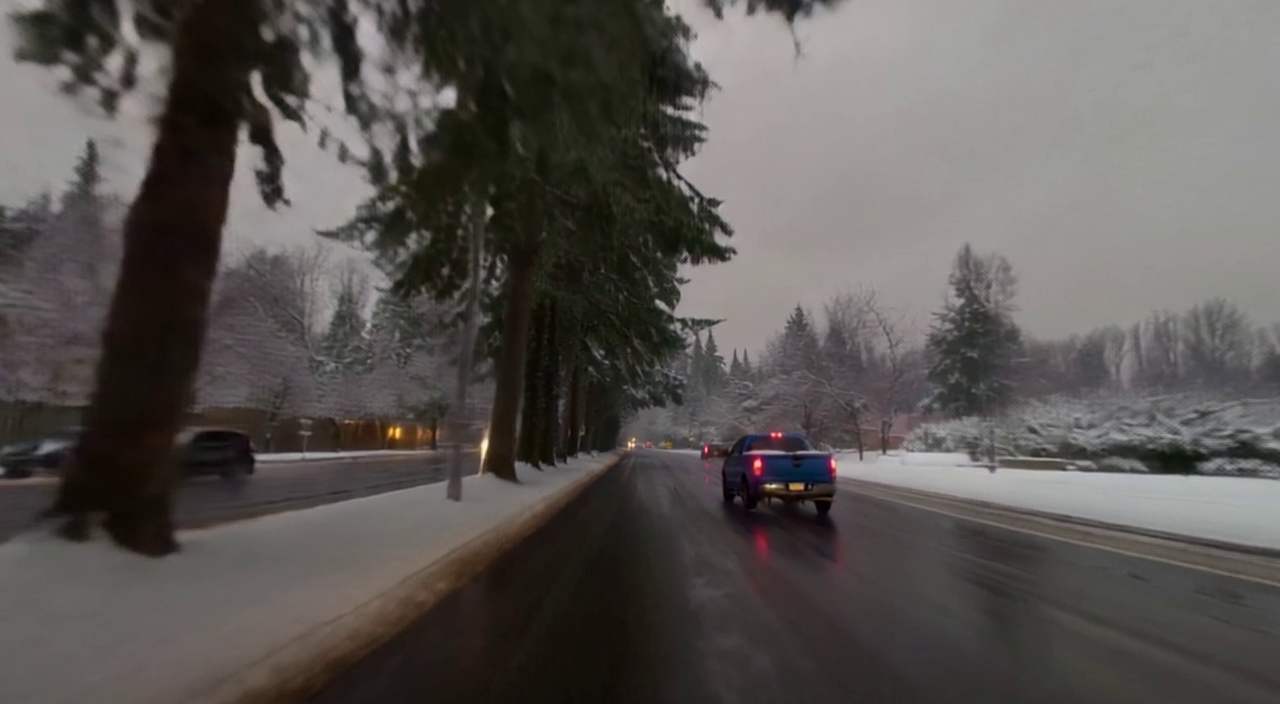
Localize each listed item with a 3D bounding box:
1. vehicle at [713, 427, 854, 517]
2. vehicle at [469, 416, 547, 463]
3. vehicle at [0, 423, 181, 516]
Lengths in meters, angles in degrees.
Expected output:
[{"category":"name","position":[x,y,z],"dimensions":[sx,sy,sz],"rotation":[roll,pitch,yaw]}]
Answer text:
[{"category":"vehicle","position":[3.043,2.667,14.543],"dimensions":[2.108,1.712,4.616],"rotation":[0,-8,-1]},{"category":"vehicle","position":[-8.628,5.998,42.808],"dimensions":[3.046,2.782,10.538],"rotation":[0,-8,0]},{"category":"vehicle","position":[-11.178,2.118,11.704],"dimensions":[1.892,1.471,4.532],"rotation":[0,-8,0]}]
